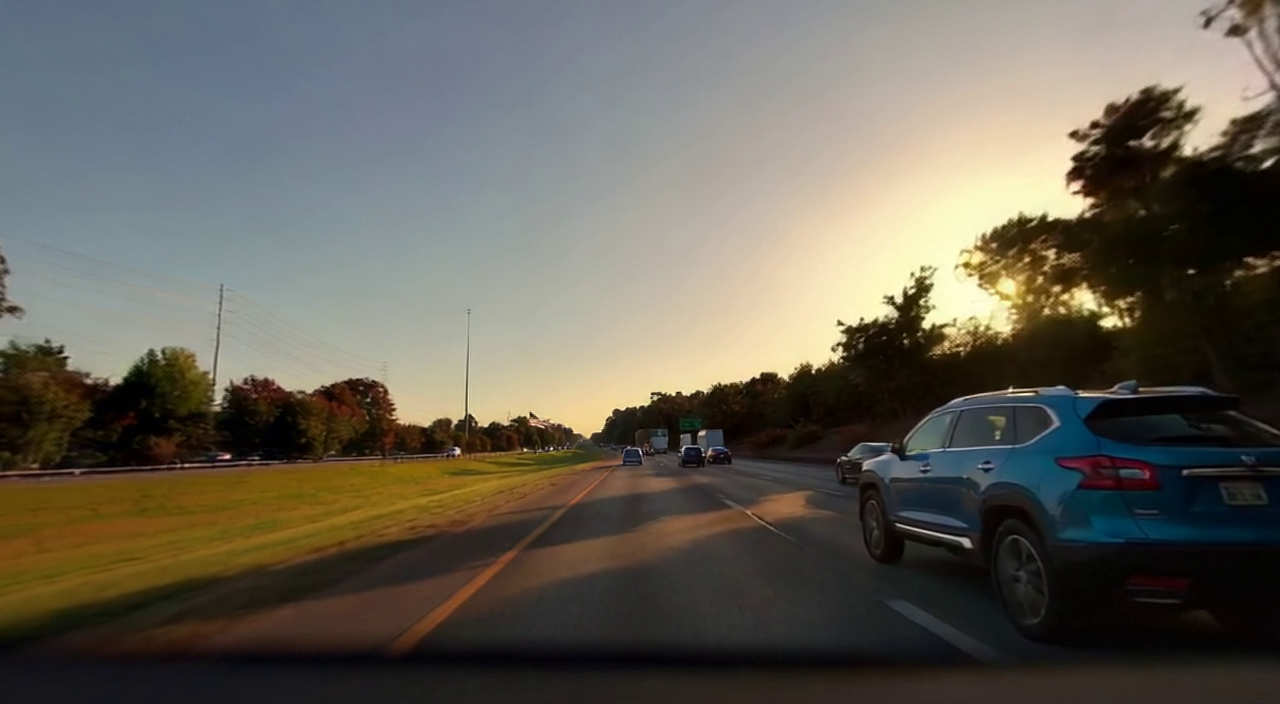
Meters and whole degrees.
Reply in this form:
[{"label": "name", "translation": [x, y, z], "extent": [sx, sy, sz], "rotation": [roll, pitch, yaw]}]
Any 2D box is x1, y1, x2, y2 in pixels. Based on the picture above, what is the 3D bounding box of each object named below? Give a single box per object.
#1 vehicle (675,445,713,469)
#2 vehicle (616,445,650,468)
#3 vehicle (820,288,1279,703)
[{"label": "vehicle", "translation": [3.396, 6.720, 40.688], "extent": [1.978, 1.488, 4.252], "rotation": [0, -8, -1]}, {"label": "vehicle", "translation": [-0.447, 6.785, 41.183], "extent": [2.085, 1.449, 3.860], "rotation": [0, -8, -1]}, {"label": "vehicle", "translation": [3.798, 1.147, 5.739], "extent": [2.461, 2.013, 6.075], "rotation": [0, -8, -1]}]
